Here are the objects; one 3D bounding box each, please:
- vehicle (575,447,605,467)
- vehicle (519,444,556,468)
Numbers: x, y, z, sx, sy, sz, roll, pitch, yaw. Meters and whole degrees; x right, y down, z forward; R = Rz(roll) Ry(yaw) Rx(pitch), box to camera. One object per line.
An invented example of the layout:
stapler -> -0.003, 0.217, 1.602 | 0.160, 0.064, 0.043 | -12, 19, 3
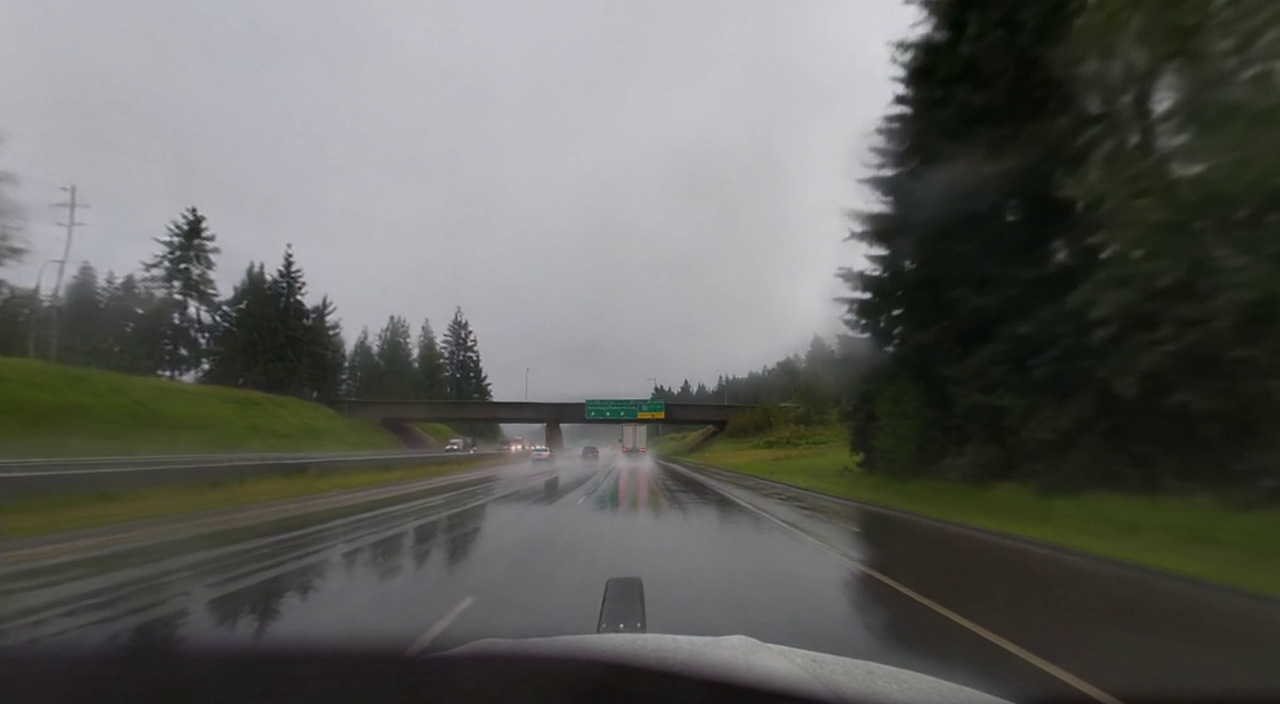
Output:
vehicle -> -3.889, 8.272, 49.811 | 2.073, 1.472, 4.091 | 0, -9, -1
vehicle -> -7.456, 7.619, 46.314 | 2.014, 1.633, 4.090 | 0, -9, -1
